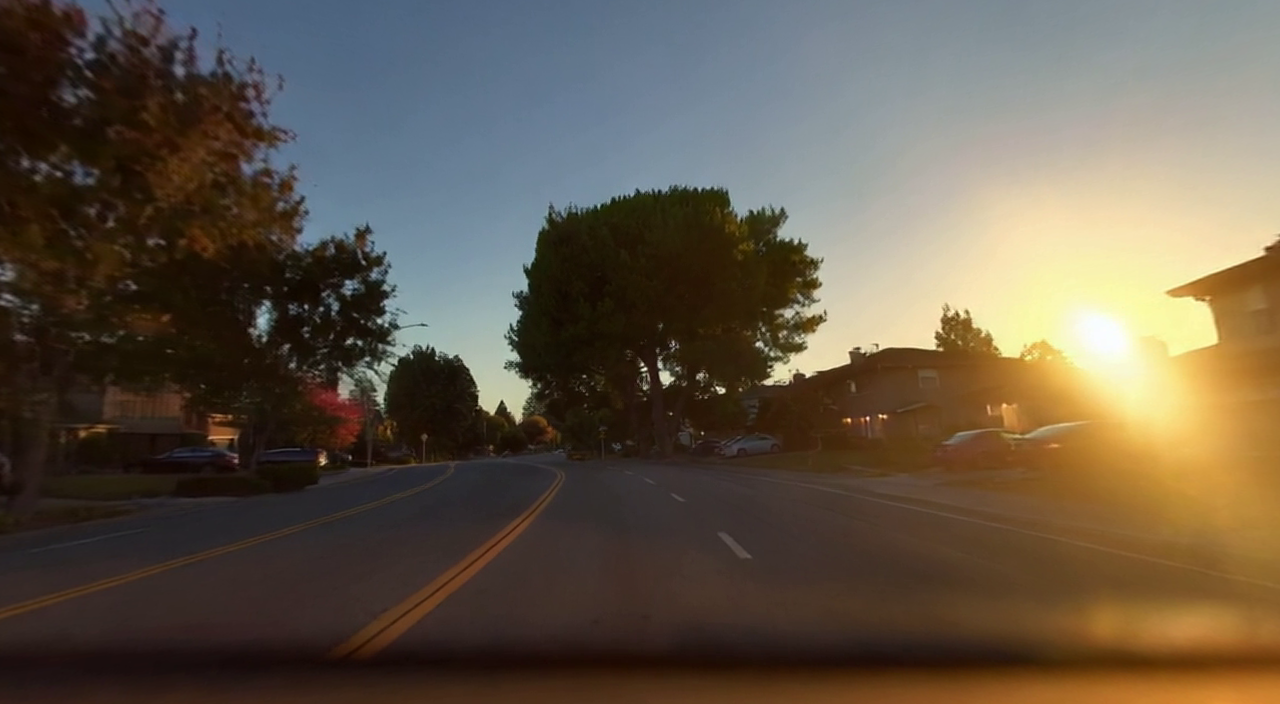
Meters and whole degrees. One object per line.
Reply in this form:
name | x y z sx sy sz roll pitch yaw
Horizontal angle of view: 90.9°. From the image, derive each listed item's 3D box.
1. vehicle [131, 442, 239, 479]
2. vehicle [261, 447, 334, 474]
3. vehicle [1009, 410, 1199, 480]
vehicle | -24.208 5.755 33.681 4.128 1.861 1.959 2 -9 -14
vehicle | -23.622 7.467 43.599 3.899 1.729 2.064 1 -9 -12
vehicle | 14.395 2.906 19.795 4.350 2.047 1.841 -1 -8 2
